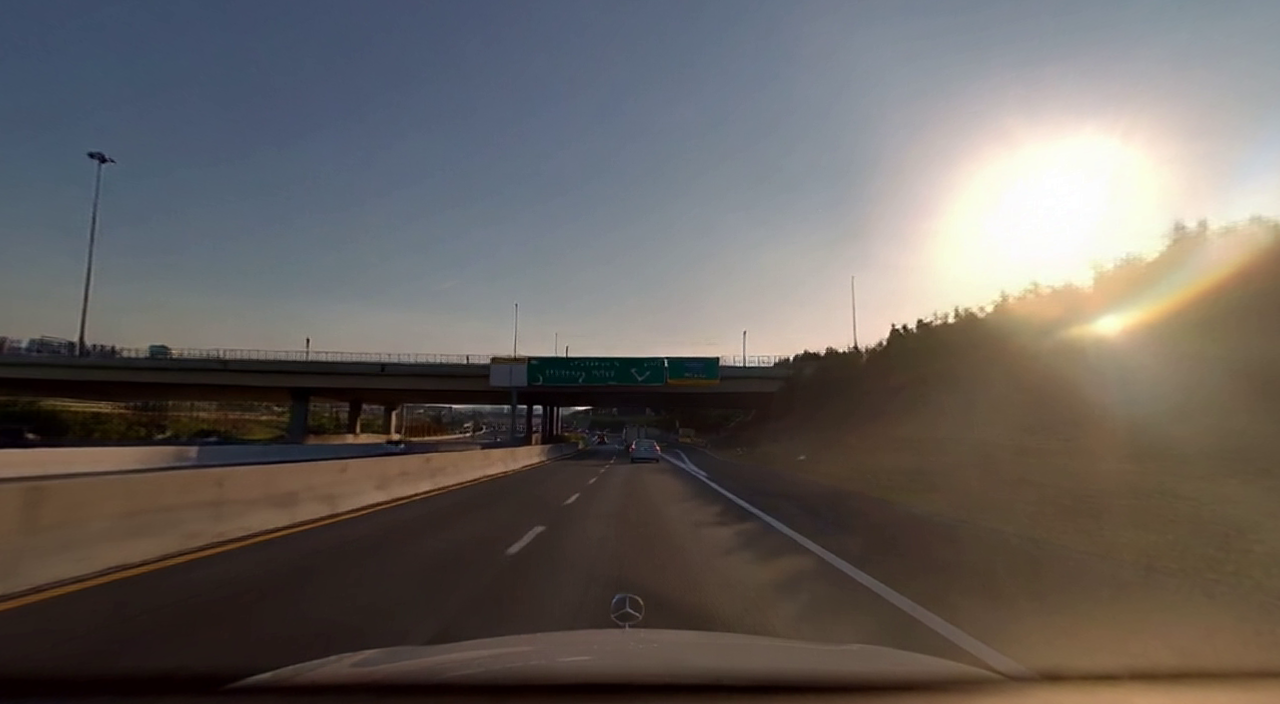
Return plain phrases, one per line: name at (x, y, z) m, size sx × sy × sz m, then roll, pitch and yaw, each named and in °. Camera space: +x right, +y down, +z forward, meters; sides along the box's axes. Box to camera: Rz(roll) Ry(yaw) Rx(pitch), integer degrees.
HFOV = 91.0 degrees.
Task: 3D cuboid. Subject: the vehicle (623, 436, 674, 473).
vehicle at (0.363, 4.528, 27.976) m, size 2.130 × 1.512 × 4.057 m, roll 0°, pitch -8°, yaw 0°
